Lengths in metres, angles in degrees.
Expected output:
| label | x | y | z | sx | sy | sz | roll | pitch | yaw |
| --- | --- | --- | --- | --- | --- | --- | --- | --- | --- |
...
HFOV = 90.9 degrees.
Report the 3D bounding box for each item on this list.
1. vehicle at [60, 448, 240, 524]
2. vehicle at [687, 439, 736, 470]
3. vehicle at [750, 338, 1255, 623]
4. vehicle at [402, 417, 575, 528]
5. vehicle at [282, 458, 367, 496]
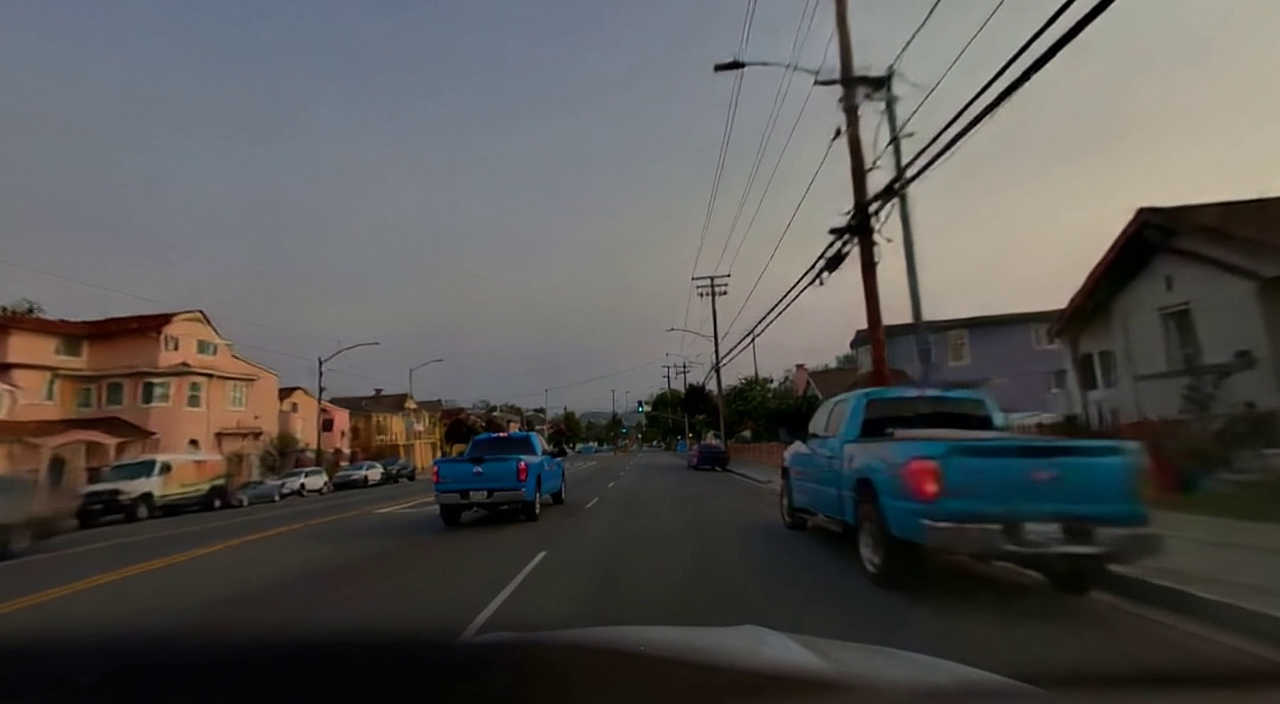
| label | x | y | z | sx | sy | sz | roll | pitch | yaw |
| --- | --- | --- | --- | --- | --- | --- | --- | --- | --- |
| vehicle | -19.200 | 5.180 | 25.239 | 2.159 | 2.586 | 5.899 | -1 | -8 | 3 |
| vehicle | 3.703 | 5.399 | 33.265 | 2.012 | 1.491 | 4.333 | 0 | -8 | 0 |
| vehicle | 3.120 | 1.383 | 7.806 | 2.415 | 2.004 | 6.589 | 0 | -8 | 1 |
| vehicle | -2.903 | 2.472 | 13.601 | 2.242 | 1.890 | 5.306 | -1 | -8 | 2 |
| vehicle | -15.431 | 6.102 | 31.090 | 2.026 | 1.617 | 3.933 | -1 | -8 | 2 |
